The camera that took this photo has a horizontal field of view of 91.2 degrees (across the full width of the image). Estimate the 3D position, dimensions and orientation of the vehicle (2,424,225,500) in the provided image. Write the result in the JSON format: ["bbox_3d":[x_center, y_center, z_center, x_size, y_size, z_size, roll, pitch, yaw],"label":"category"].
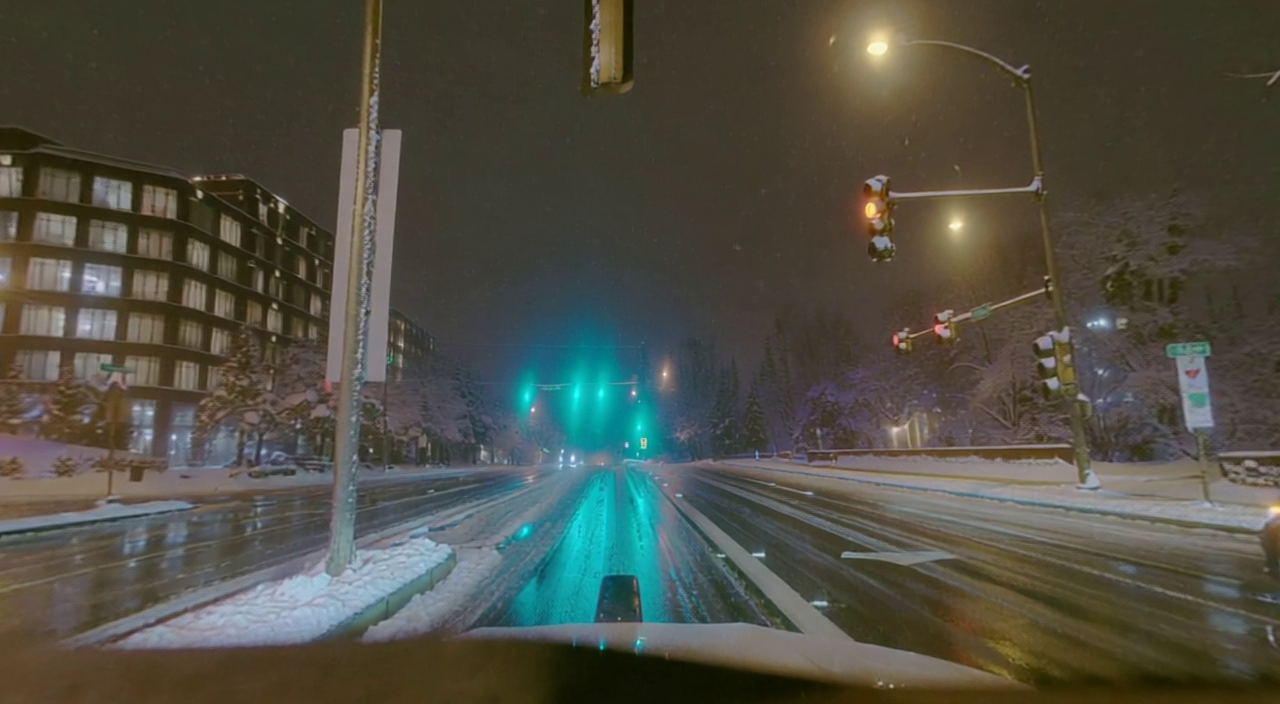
[{"bbox_3d":[-22.960,4.821,27.688,7.088,3.096,2.678,0,-9,-3],"label":"vehicle"}]
